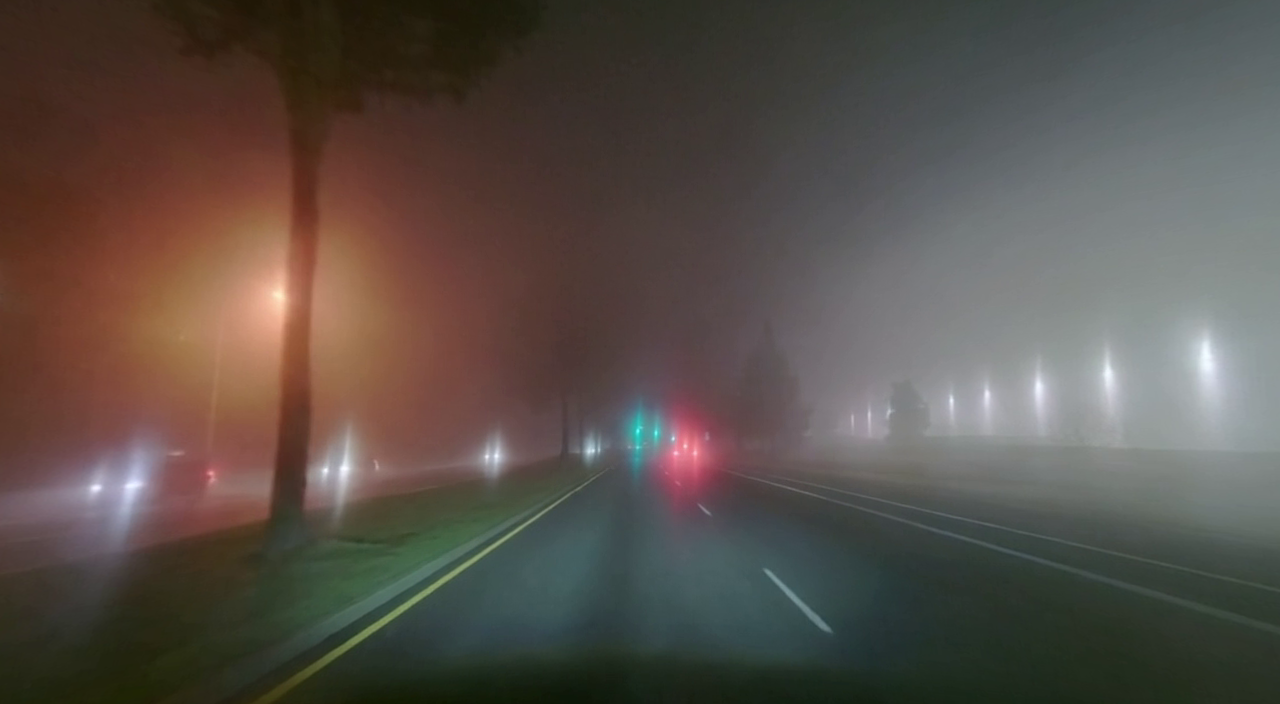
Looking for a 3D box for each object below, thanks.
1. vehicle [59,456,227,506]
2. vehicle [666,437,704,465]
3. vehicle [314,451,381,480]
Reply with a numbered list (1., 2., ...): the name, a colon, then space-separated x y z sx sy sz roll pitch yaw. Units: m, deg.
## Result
1. vehicle: -16.840 4.369 21.819 1.908 1.445 4.730 0 -8 1
2. vehicle: 3.031 6.801 43.615 2.085 1.828 5.383 0 -8 -1
3. vehicle: -16.722 6.509 36.326 1.857 1.519 3.969 0 -8 1
